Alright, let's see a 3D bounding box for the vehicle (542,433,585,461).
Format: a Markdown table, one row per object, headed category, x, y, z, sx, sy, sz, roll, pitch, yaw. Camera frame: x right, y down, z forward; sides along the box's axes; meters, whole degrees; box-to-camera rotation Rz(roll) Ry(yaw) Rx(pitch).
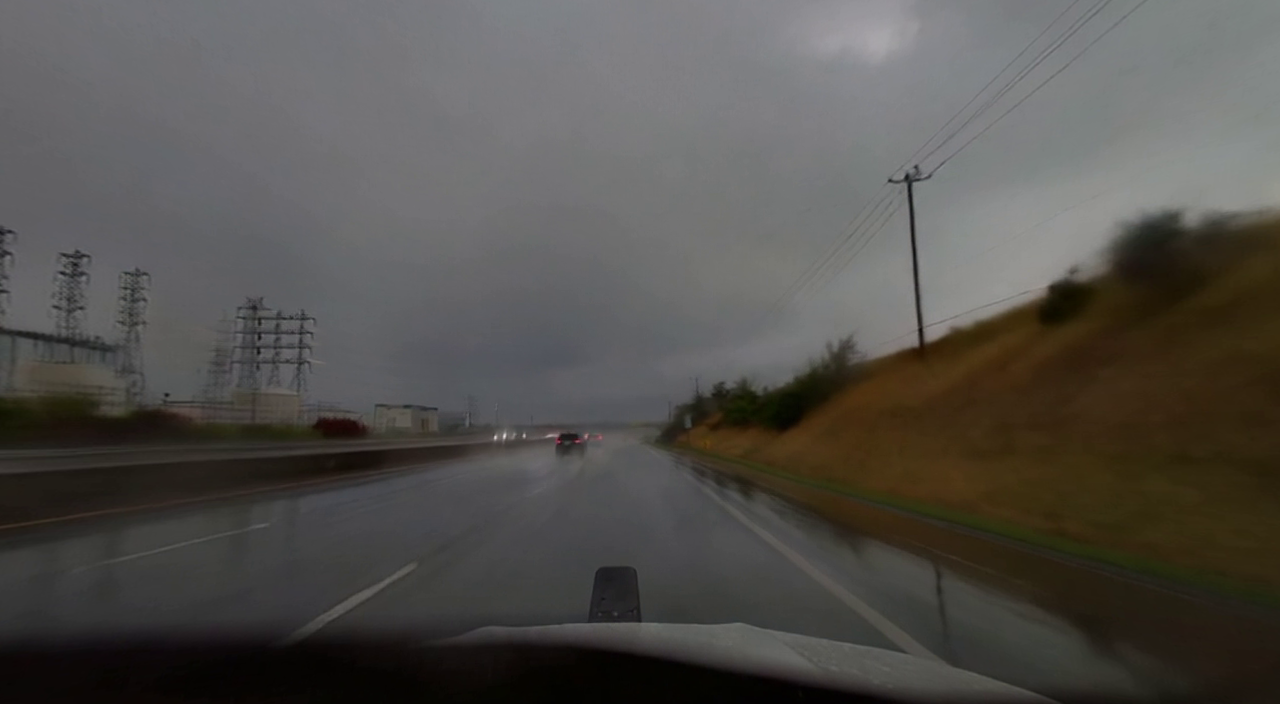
| category | x | y | z | sx | sy | sz | roll | pitch | yaw |
| --- | --- | --- | --- | --- | --- | --- | --- | --- | --- |
| vehicle | -4.139 | 5.182 | 34.574 | 1.952 | 1.462 | 3.969 | 0 | -8 | -1 |
